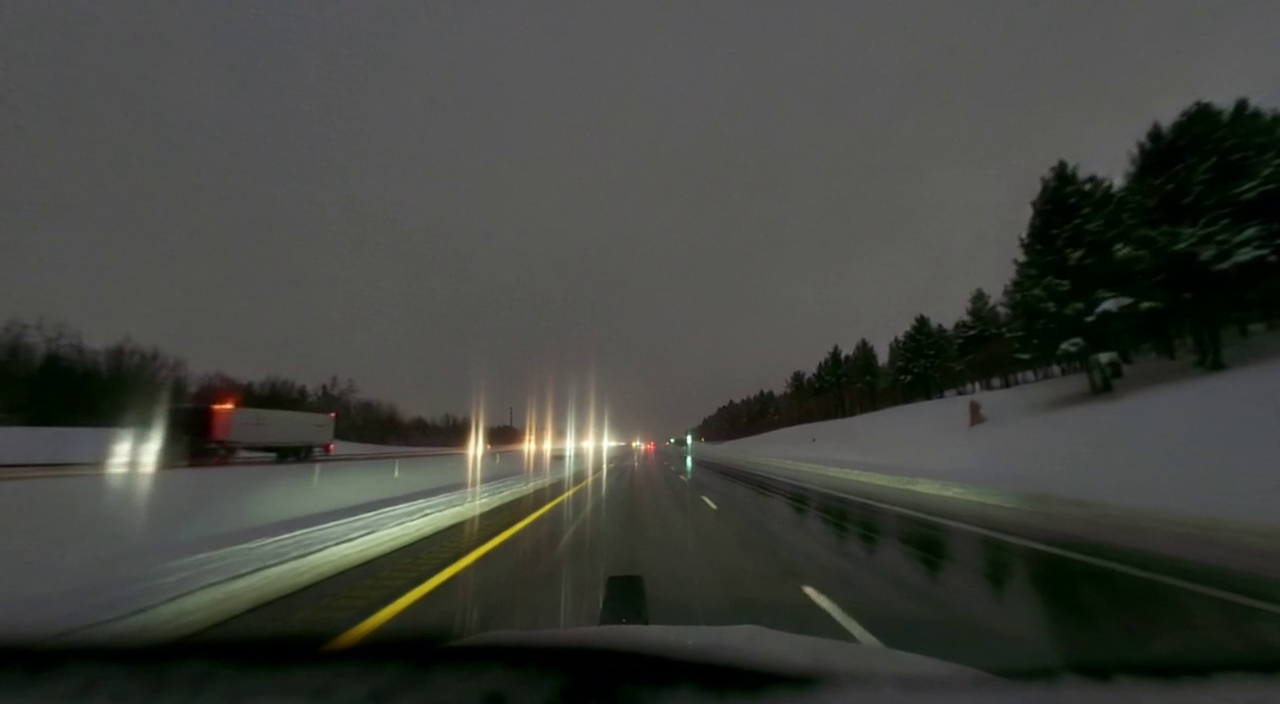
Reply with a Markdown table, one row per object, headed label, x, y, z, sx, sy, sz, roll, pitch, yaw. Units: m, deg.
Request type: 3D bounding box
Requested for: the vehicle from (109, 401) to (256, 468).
| label | x | y | z | sx | sy | sz | roll | pitch | yaw |
| --- | --- | --- | --- | --- | --- | --- | --- | --- | --- |
| vehicle | -29.831 | 5.538 | 41.803 | 3.398 | 3.998 | 8.267 | 0 | -8 | 0 |
